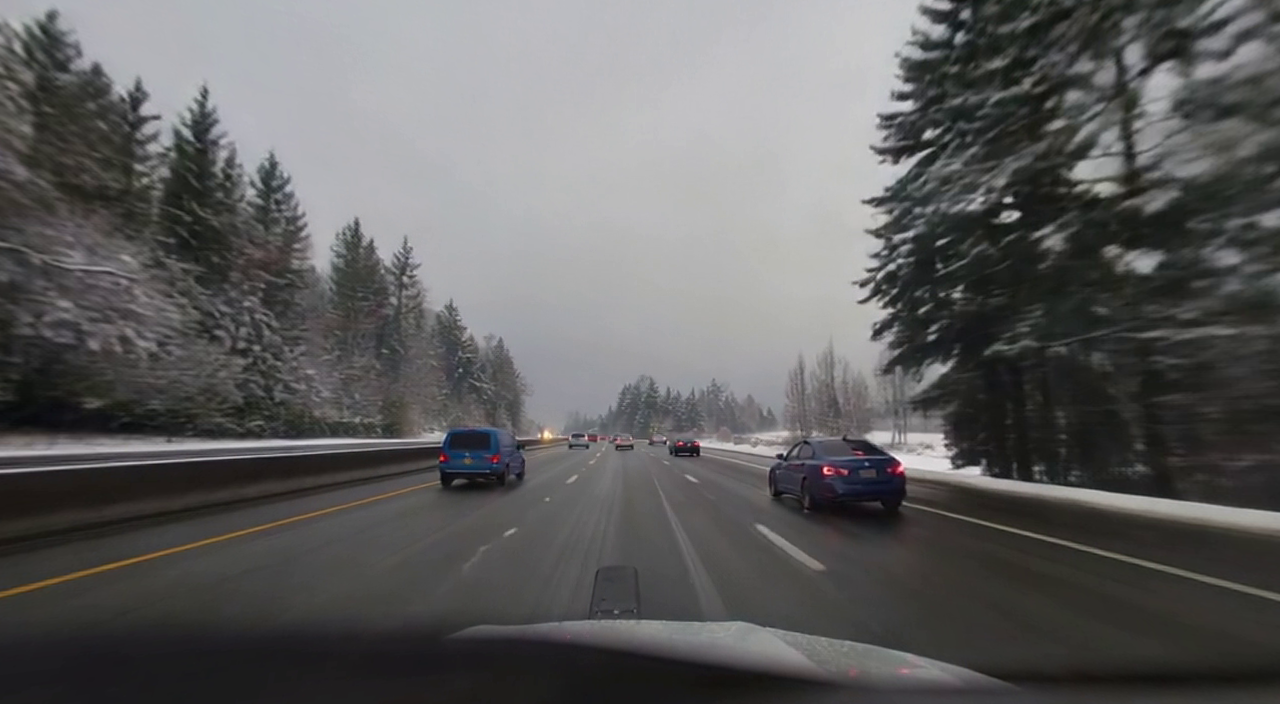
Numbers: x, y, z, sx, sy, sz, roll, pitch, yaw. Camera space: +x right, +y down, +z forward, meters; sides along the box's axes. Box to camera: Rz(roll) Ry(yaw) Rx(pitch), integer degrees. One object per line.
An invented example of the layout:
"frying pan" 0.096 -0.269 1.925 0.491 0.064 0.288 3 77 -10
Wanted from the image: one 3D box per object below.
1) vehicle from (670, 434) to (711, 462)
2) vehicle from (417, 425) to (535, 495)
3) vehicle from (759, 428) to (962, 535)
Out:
"vehicle" 2.835 5.483 36.173 1.883 1.536 3.792 1 -8 -3
"vehicle" -3.958 2.672 16.007 1.941 1.529 4.111 0 -8 -1
"vehicle" 3.500 2.097 10.917 1.986 1.488 3.867 0 -8 -2
